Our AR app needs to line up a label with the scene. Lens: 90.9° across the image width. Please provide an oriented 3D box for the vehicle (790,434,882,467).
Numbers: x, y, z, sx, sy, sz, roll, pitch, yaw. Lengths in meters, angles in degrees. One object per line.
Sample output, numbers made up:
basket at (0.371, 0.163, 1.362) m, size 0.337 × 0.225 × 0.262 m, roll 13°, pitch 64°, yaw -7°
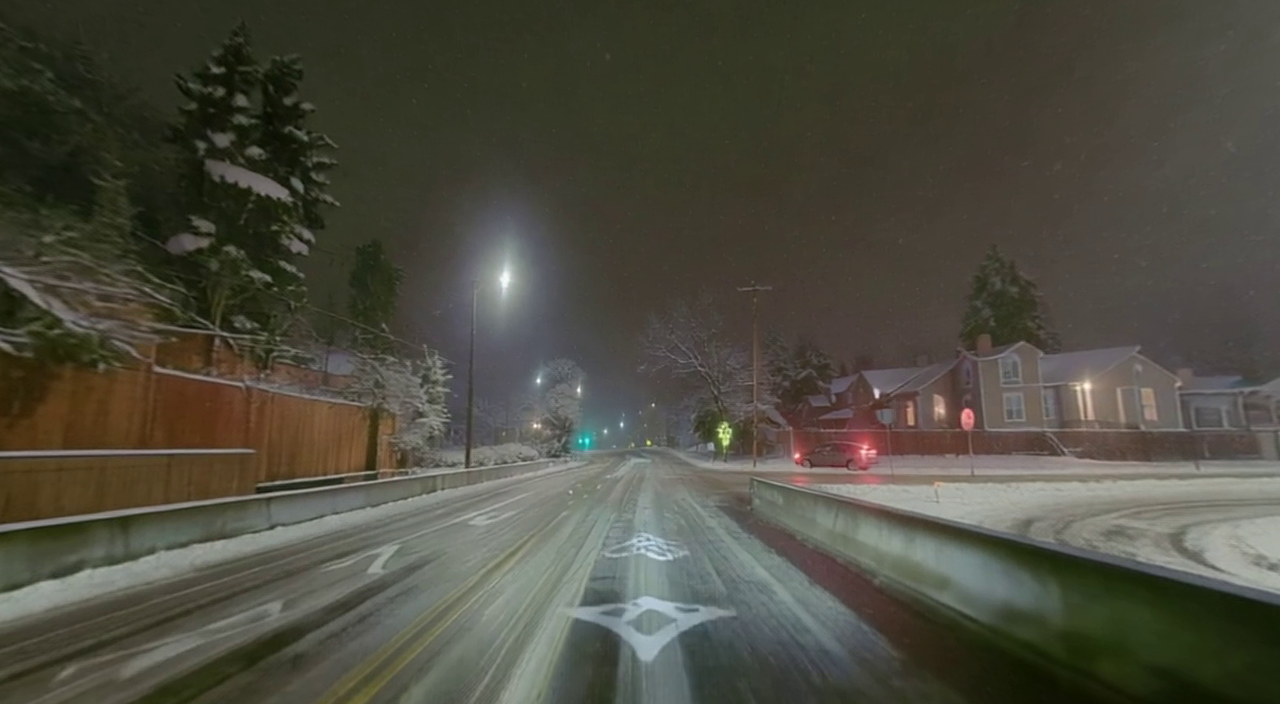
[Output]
vehicle at (10.986, 5.567, 35.593) m, size 4.614 × 1.764 × 1.860 m, roll -1°, pitch -8°, yaw 6°
